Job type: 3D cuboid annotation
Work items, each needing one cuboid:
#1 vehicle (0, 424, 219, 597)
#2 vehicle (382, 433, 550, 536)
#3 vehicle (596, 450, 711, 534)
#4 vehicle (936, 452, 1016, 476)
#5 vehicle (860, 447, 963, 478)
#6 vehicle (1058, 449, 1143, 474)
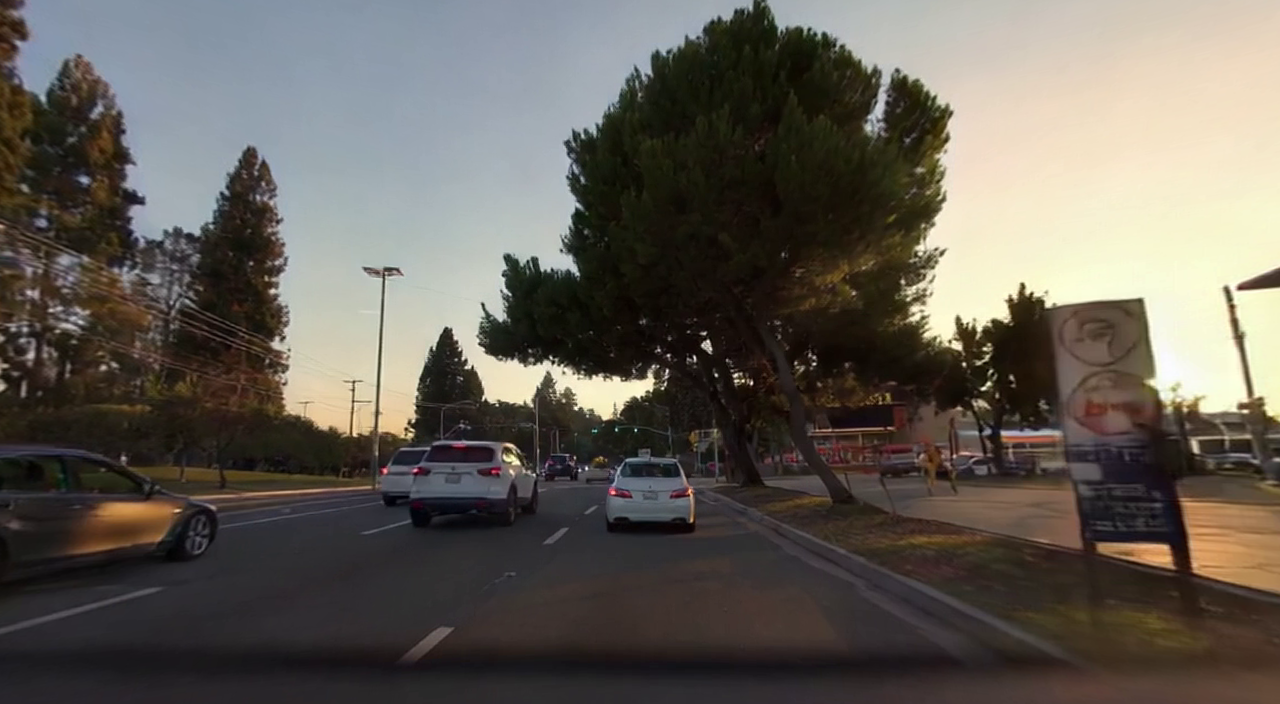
[{"bbox_3d":[-7.184,1.671,6.992,1.968,1.657,4.230,0,-9,2],"label":"vehicle"},{"bbox_3d":[-3.297,2.608,13.108,2.055,1.725,4.732,0,-9,1],"label":"vehicle"},{"bbox_3d":[0.281,2.883,13.561,2.091,1.494,3.962,0,-9,1],"label":"vehicle"},{"bbox_3d":[22.488,7.512,42.245,4.220,1.550,1.935,-10,-13,43],"label":"vehicle"},{"bbox_3d":[18.280,7.387,42.557,5.852,1.962,2.323,-7,-11,41],"label":"vehicle"},{"bbox_3d":[30.618,7.219,41.906,1.757,1.496,4.200,7,-10,-42],"label":"vehicle"}]
